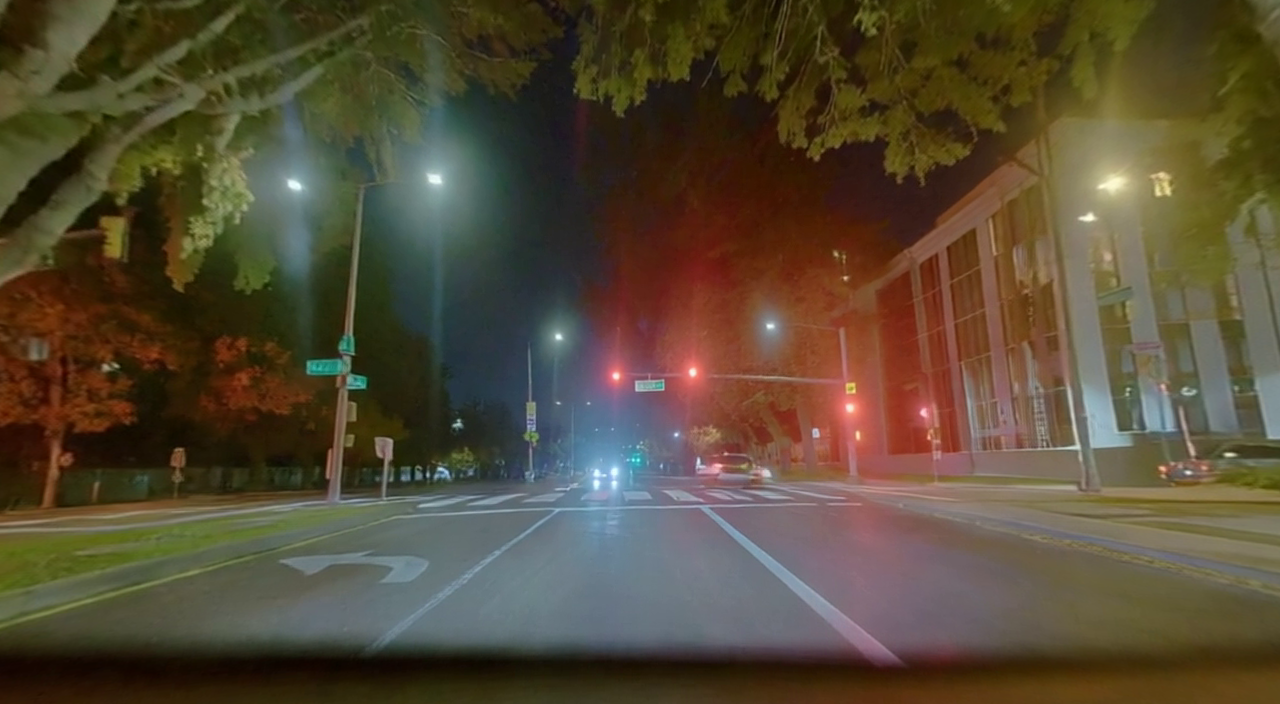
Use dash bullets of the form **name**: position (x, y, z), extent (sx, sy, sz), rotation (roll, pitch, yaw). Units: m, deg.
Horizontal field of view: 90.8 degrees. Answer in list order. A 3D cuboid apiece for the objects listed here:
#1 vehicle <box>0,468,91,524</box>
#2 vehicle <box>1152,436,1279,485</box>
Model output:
- **vehicle**: position (-21.075, 4.680, 20.953), extent (4.758, 1.549, 2.194), rotation (-4, -9, 21)
- **vehicle**: position (21.113, 3.832, 22.504), extent (3.967, 1.636, 1.932), rotation (-1, -9, 0)
